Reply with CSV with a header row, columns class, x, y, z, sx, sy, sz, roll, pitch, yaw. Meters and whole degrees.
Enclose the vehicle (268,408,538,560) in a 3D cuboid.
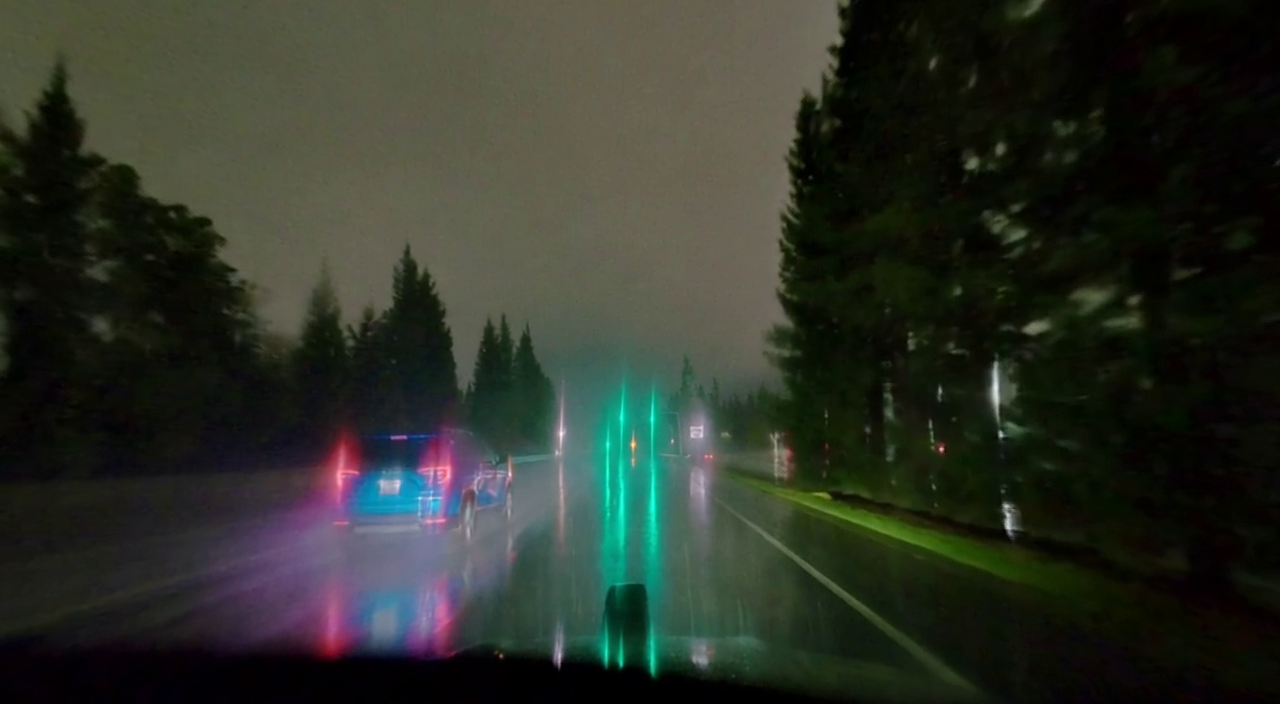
class,x,y,z,sx,sy,sz,roll,pitch,yaw
vehicle,-3.354,2.007,10.377,2.336,1.857,4.986,-1,-8,2
